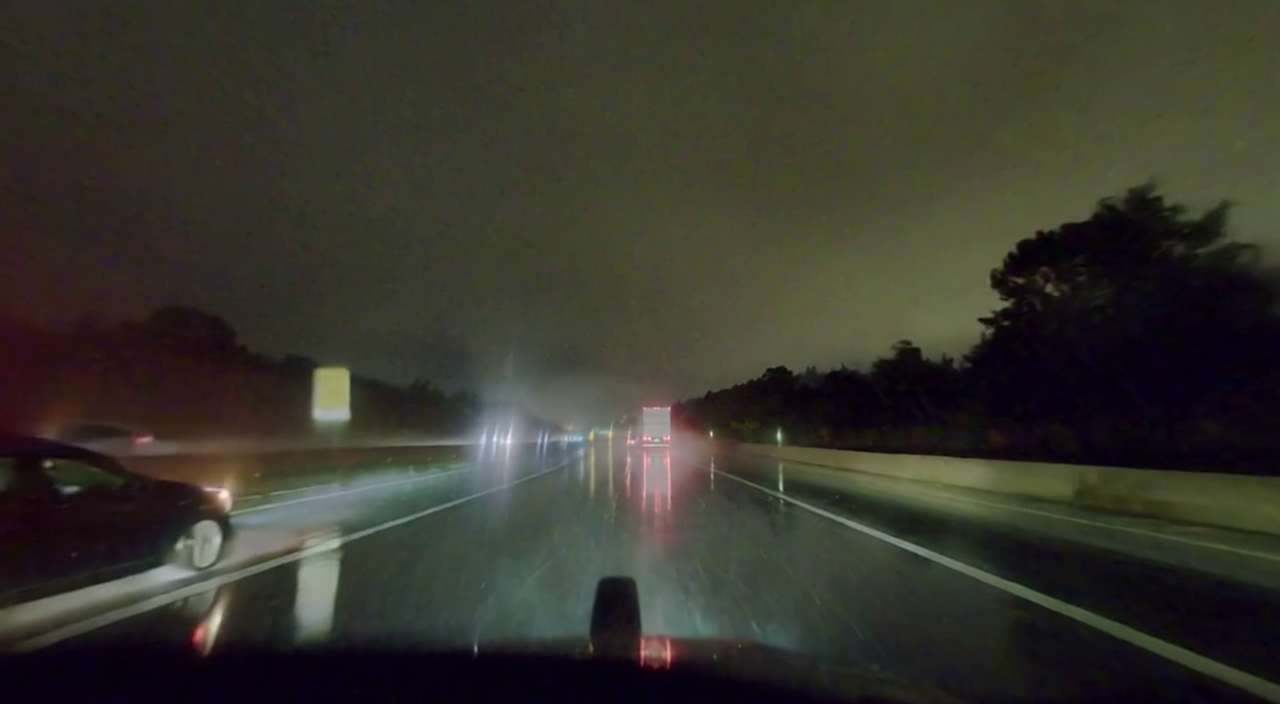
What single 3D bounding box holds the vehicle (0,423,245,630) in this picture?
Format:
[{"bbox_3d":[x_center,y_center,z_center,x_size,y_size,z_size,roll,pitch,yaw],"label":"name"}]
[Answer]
[{"bbox_3d":[-5.821,1.330,4.877,2.227,1.510,5.036,-1,-8,0],"label":"vehicle"}]
